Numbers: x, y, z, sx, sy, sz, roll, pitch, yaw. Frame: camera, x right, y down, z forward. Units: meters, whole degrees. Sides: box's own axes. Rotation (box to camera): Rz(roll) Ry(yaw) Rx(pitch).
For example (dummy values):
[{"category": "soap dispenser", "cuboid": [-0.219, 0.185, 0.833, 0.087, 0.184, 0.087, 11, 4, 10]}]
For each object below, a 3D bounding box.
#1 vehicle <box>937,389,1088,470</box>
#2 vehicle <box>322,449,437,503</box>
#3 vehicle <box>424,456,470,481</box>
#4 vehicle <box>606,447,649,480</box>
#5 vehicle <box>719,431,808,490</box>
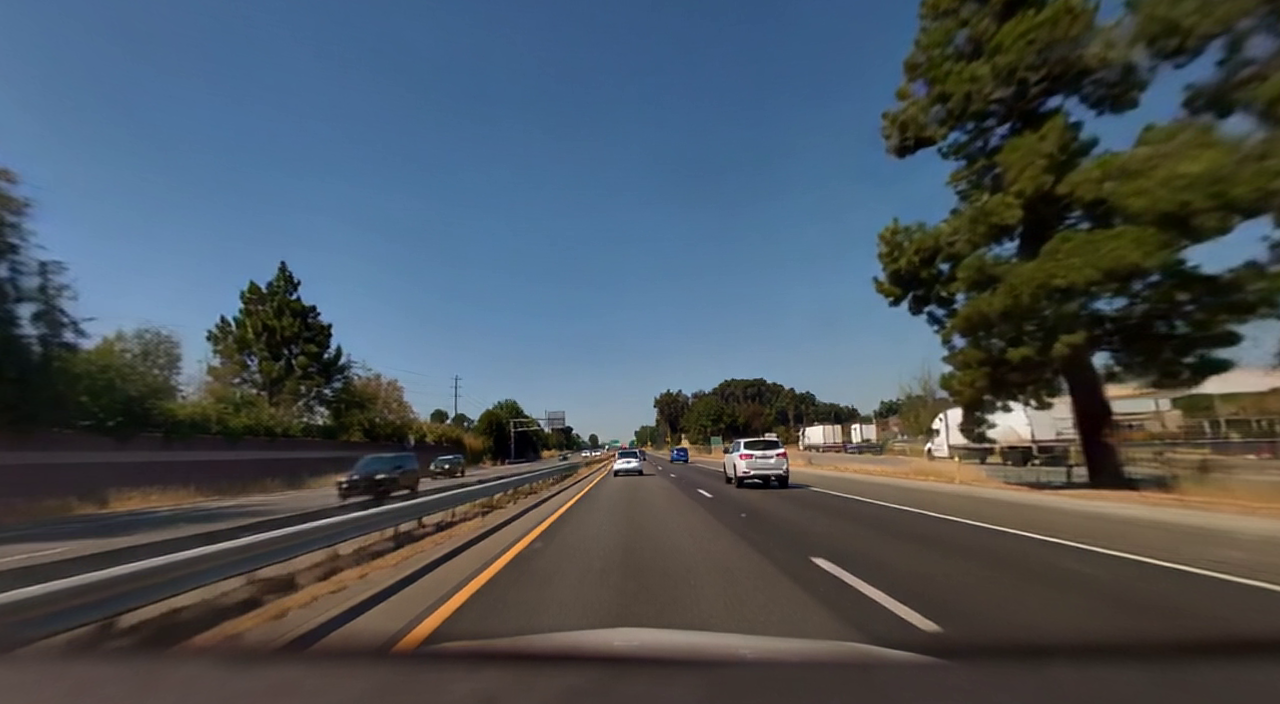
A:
[{"category": "vehicle", "cuboid": [22.358, 5.050, 39.034, 2.890, 4.108, 13.635, -2, -9, 8]}, {"category": "vehicle", "cuboid": [-9.132, 4.344, 22.489, 2.063, 1.683, 4.605, -1, -9, 1]}, {"category": "vehicle", "cuboid": [-13.080, 7.894, 42.725, 1.844, 1.542, 4.013, 0, -9, 0]}, {"category": "vehicle", "cuboid": [-0.594, 5.529, 31.274, 2.029, 1.483, 3.769, 0, -9, 0]}, {"category": "vehicle", "cuboid": [4.470, 4.018, 23.563, 2.261, 1.952, 4.784, 0, -9, -1]}]
